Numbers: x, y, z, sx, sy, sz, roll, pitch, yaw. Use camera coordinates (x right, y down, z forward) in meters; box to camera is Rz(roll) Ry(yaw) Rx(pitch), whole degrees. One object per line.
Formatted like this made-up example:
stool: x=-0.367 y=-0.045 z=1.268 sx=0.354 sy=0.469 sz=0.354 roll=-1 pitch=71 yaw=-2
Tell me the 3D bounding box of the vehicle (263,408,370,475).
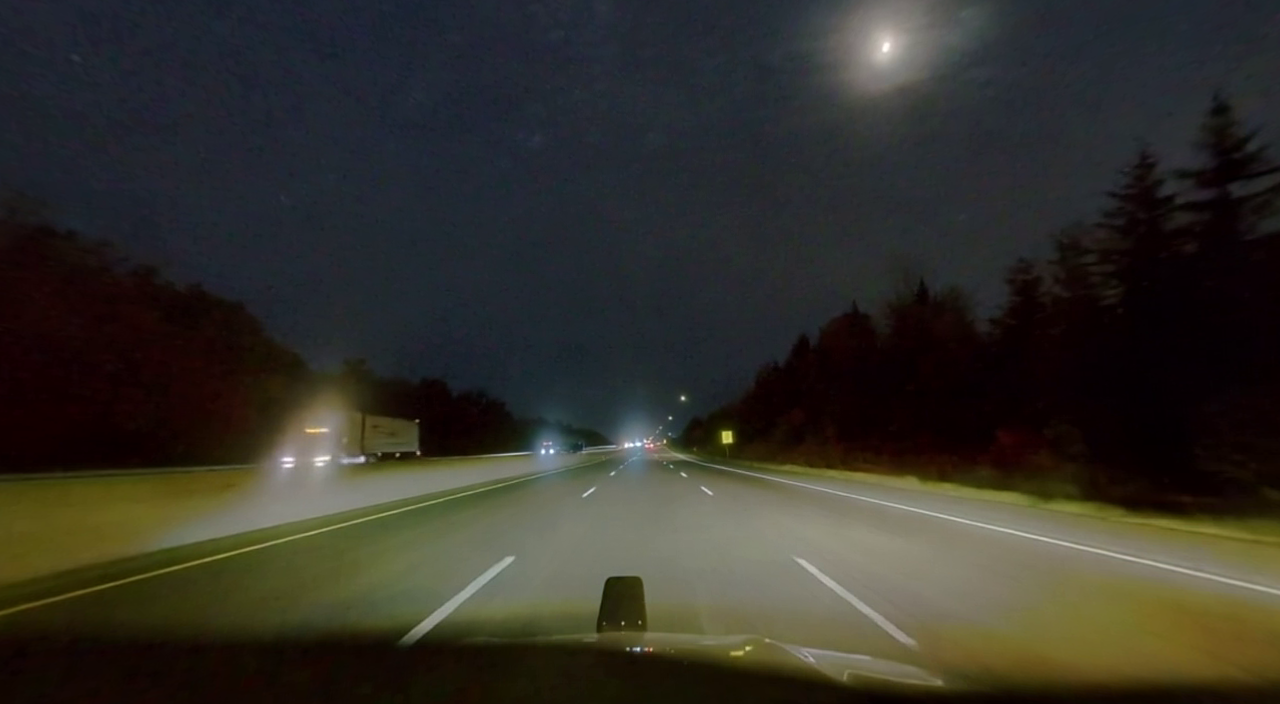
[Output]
vehicle: x=-18.676 y=5.281 z=36.861 sx=2.996 sy=3.547 sz=5.905 roll=0 pitch=-9 yaw=0
